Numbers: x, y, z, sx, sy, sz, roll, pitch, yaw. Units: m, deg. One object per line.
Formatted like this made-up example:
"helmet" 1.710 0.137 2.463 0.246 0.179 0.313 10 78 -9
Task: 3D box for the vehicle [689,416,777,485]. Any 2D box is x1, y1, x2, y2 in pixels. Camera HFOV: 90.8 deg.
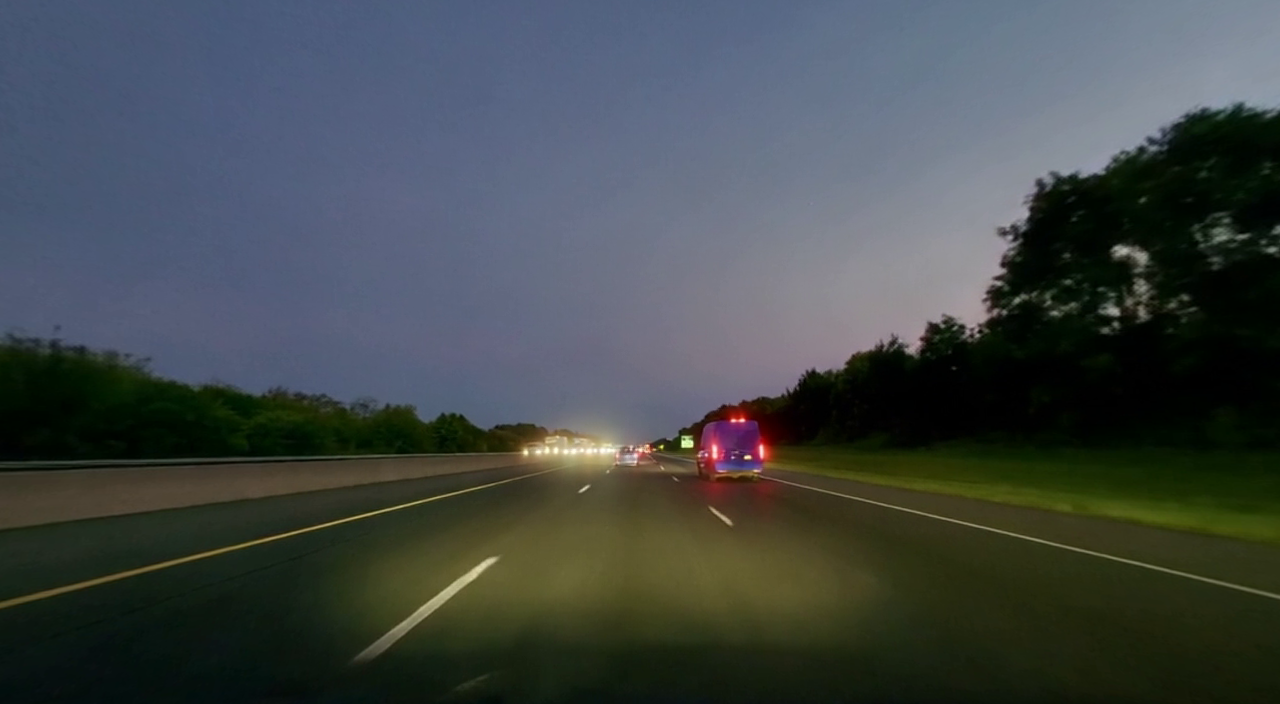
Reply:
"vehicle" 3.687 4.123 26.539 2.552 2.524 6.630 0 -9 -1

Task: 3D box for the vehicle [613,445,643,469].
"vehicle" -0.833 7.679 46.284 2.069 1.666 4.338 0 -9 1
